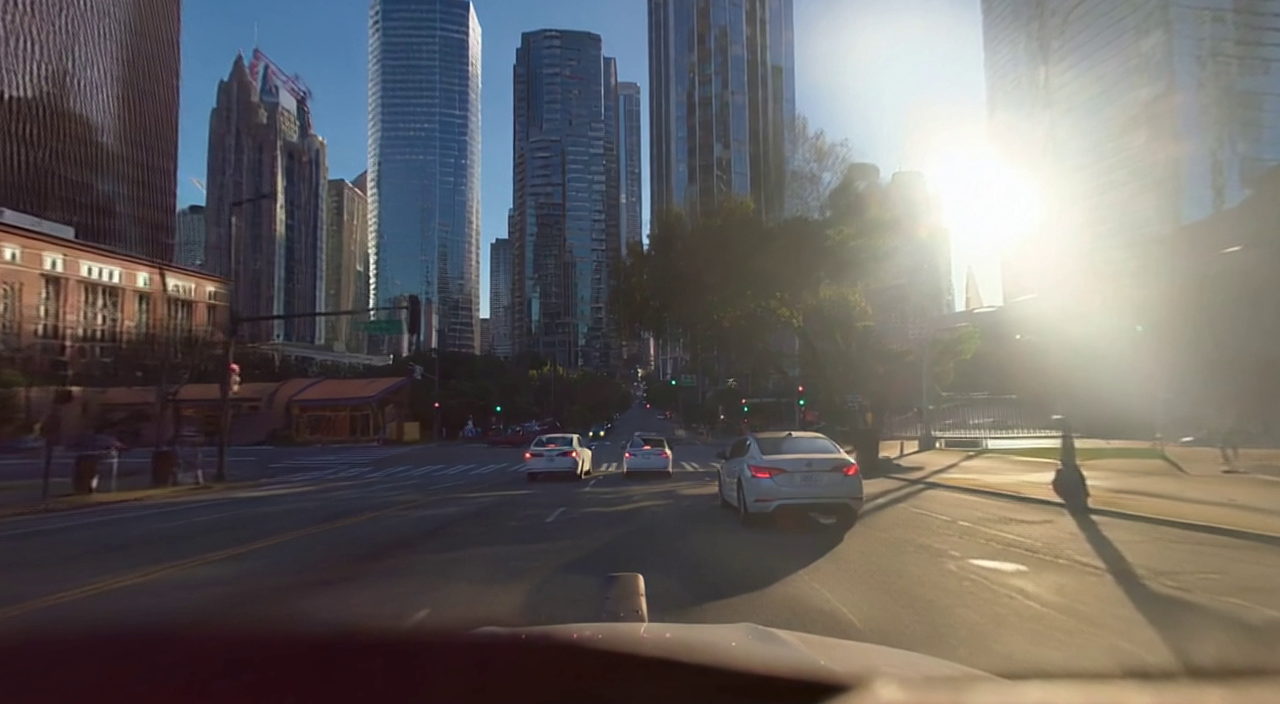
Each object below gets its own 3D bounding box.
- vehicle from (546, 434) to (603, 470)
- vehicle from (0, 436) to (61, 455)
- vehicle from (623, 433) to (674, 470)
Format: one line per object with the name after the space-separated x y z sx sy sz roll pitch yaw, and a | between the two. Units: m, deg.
-2.823 4.435 28.215 1.995 1.479 4.627 0 -8 1 | vehicle
-48.350 7.281 49.106 4.531 1.470 1.769 2 -9 -13 | vehicle
0.345 4.247 27.136 2.016 1.478 3.795 0 -8 0 | vehicle
